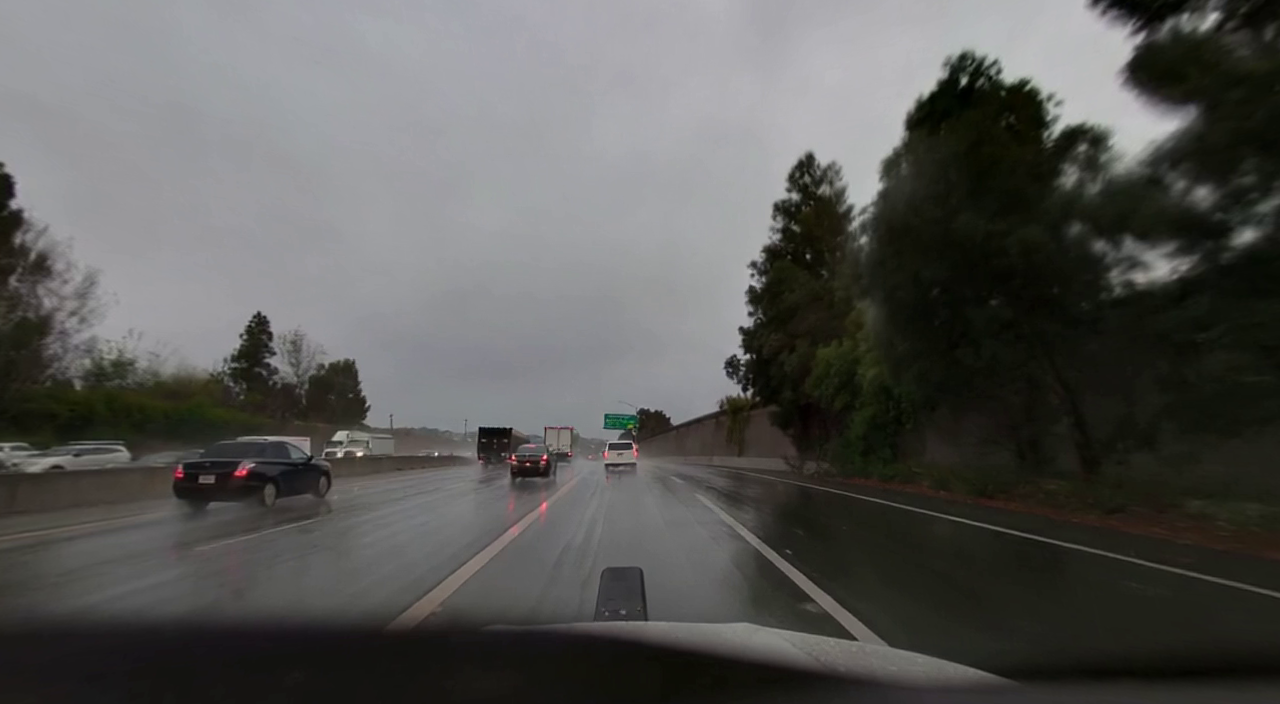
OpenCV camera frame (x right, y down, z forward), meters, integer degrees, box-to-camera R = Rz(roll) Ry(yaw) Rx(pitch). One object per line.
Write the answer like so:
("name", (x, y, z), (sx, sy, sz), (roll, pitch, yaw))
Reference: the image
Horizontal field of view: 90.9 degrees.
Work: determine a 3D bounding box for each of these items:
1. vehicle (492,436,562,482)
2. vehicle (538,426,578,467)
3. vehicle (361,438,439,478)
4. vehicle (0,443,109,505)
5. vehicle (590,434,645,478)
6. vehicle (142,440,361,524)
("vehicle", (-4.311, 4.152, 24.736), (2.005, 1.631, 4.295), (0, -8, -1))
("vehicle", (-5.587, 6.527, 43.765), (2.279, 2.672, 5.256), (0, -8, -2))
("vehicle", (-11.854, 5.257, 31.581), (2.079, 1.807, 5.187), (0, -8, -2))
("vehicle", (-16.396, 3.075, 16.133), (1.849, 1.473, 4.487), (0, -8, -3))
("vehicle", (-0.913, 4.230, 25.893), (2.092, 1.671, 3.772), (0, -8, -2))
("vehicle", (-7.908, 2.644, 13.480), (1.896, 1.465, 4.399), (0, -8, -1))
